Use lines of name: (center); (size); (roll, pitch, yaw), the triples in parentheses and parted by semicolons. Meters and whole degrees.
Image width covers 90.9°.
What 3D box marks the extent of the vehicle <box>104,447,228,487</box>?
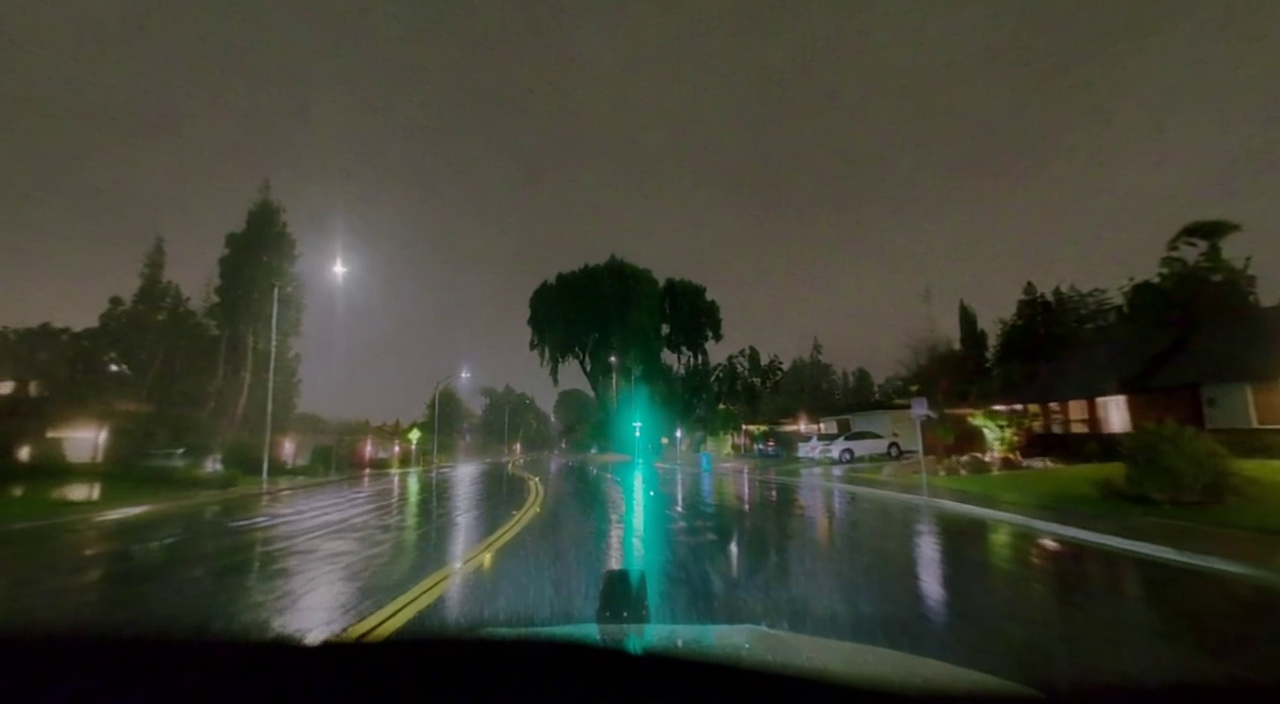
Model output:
vehicle: (-21.619, 5.224, 28.914); (3.899, 1.729, 2.064); (1, -8, -9)

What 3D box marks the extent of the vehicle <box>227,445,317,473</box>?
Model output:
vehicle: (-25.592, 7.465, 44.056); (4.879, 1.854, 2.265); (2, -9, -15)

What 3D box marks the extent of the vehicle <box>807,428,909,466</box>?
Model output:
vehicle: (11.669, 5.122, 34.041); (4.693, 1.764, 2.265); (-3, -8, 6)
